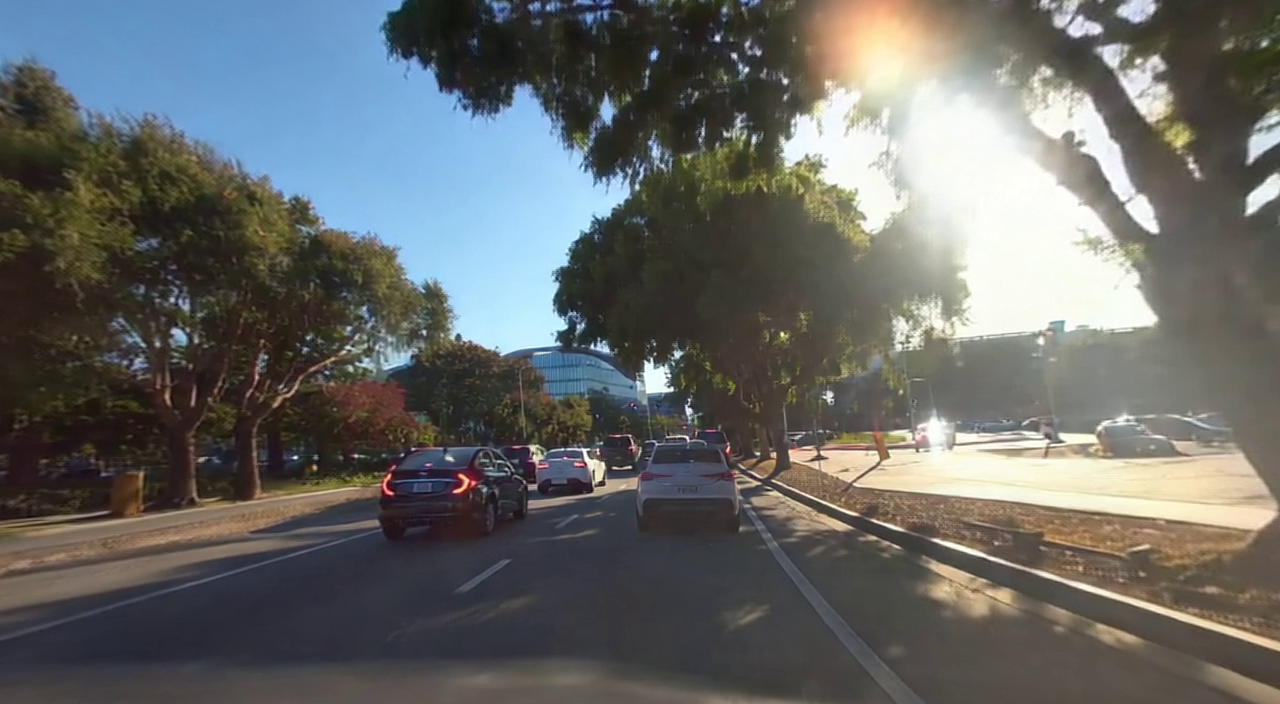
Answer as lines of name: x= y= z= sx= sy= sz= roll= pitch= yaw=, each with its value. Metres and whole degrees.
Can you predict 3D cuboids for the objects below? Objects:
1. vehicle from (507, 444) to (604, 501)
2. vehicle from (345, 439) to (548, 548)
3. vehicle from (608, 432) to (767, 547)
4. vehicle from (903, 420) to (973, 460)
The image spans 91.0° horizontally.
vehicle: x=-2.353 y=3.499 z=18.754 sx=1.870 sy=1.490 sz=4.187 roll=-1 pitch=-9 yaw=6
vehicle: x=-3.039 y=2.318 z=11.020 sx=1.940 sy=1.502 sz=4.241 roll=-1 pitch=-9 yaw=4
vehicle: x=0.695 y=2.183 z=10.665 sx=2.142 sy=1.528 sz=4.133 roll=0 pitch=-9 yaw=2
vehicle: x=15.316 y=4.589 z=32.637 sx=2.288 sy=1.933 sz=4.612 roll=-2 pitch=-9 yaw=14
